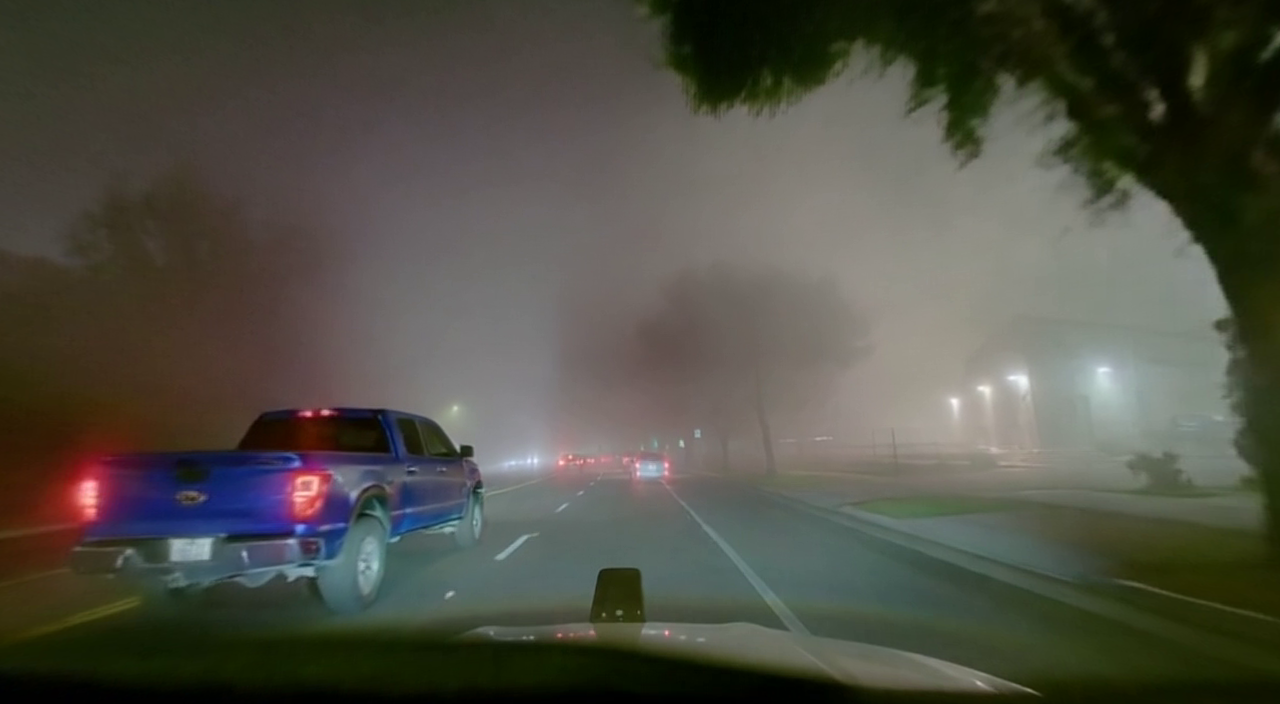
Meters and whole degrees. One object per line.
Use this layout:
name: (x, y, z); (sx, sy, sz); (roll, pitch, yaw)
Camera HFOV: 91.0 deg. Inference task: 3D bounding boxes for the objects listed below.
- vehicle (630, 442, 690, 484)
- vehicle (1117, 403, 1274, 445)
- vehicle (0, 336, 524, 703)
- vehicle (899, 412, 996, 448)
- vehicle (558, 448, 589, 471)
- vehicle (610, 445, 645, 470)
vehicle: (0.706, 4.470, 25.557); (2.142, 1.528, 4.133); (0, -9, -2)
vehicle: (23.183, 3.094, 26.569); (4.588, 1.525, 1.979); (-6, -11, 32)
vehicle: (-3.049, 1.370, 6.380); (2.512, 1.992, 5.725); (-1, -9, 2)
vehicle: (22.387, 5.747, 46.043); (6.027, 2.377, 2.245); (-5, -10, 26)
vehicle: (-4.547, 7.354, 43.272); (2.018, 1.458, 4.350); (0, -9, -5)
vehicle: (-0.895, 6.894, 41.202); (2.047, 1.502, 3.873); (0, -9, -5)
